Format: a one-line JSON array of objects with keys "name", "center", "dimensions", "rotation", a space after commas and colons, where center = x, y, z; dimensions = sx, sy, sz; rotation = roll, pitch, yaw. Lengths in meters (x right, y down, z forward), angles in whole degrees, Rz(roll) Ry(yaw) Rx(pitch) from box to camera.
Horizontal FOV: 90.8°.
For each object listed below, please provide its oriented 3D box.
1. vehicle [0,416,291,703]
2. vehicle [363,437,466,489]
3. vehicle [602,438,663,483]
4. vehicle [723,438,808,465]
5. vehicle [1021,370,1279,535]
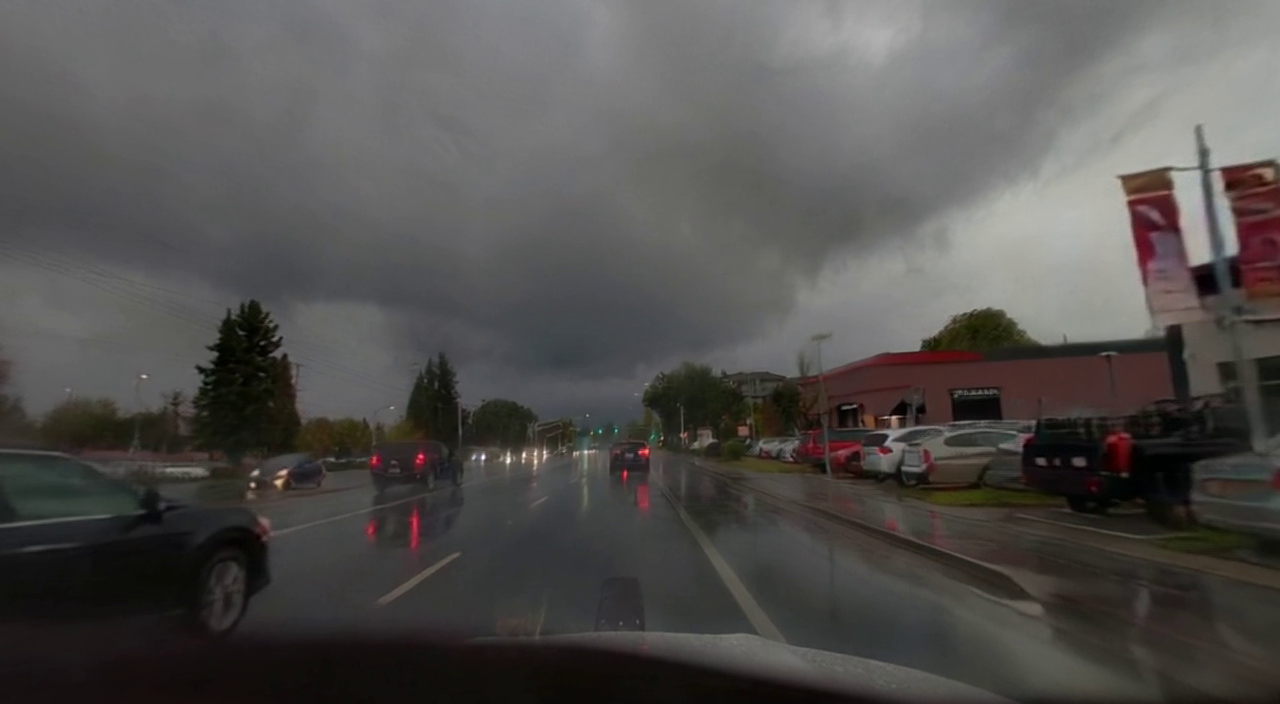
[{"name": "vehicle", "center": [-3.993, 1.042, 3.000], "dimensions": [1.973, 1.456, 4.850], "rotation": [0, -9, -1]}, {"name": "vehicle", "center": [-7.931, 3.931, 22.766], "dimensions": [2.038, 1.649, 4.665], "rotation": [0, -9, -1]}, {"name": "vehicle", "center": [-0.300, 3.956, 23.285], "dimensions": [2.061, 1.469, 3.954], "rotation": [0, -9, -2]}, {"name": "vehicle", "center": [7.386, 5.907, 37.558], "dimensions": [4.619, 1.523, 1.873], "rotation": [0, -8, -1]}, {"name": "vehicle", "center": [8.924, 1.319, 9.160], "dimensions": [5.634, 1.895, 2.223], "rotation": [-1, -9, -13]}]
